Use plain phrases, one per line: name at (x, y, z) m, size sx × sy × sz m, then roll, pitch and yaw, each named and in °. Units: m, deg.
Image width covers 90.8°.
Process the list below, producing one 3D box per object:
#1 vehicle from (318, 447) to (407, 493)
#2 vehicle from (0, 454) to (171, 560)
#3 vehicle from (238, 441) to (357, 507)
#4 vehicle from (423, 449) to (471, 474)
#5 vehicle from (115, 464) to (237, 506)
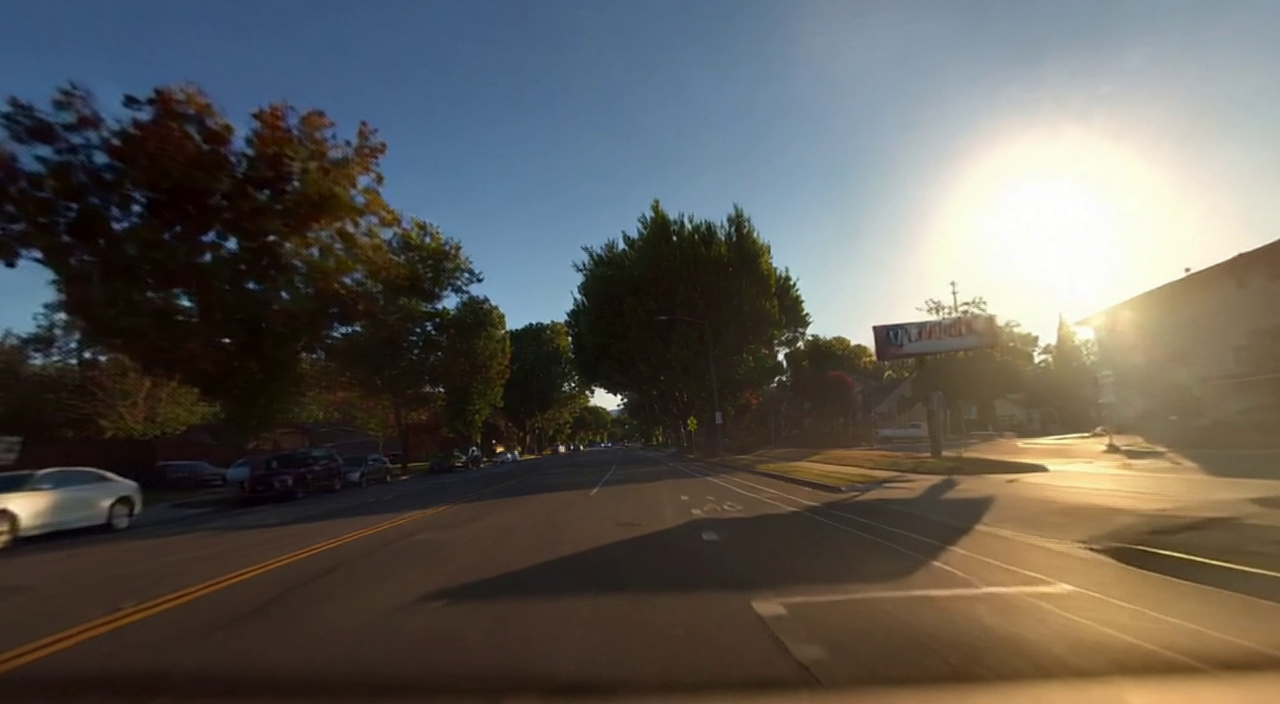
vehicle at (-12.162, 5.152, 28.005) m, size 2.076 × 1.681 × 4.423 m, roll -4°, pitch -9°, yaw -2°
vehicle at (-11.780, 2.857, 12.087) m, size 1.950 × 1.720 × 4.868 m, roll 0°, pitch -8°, yaw -1°
vehicle at (-12.064, 4.261, 22.592) m, size 2.015 × 1.884 × 4.488 m, roll -6°, pitch -8°, yaw -5°
vehicle at (-12.521, 7.113, 41.290) m, size 1.958 × 1.457 × 4.254 m, roll 0°, pitch -8°, yaw -2°
vehicle at (-18.162, 5.190, 25.013) m, size 1.963 × 1.383 × 3.903 m, roll 2°, pitch -9°, yaw -3°
